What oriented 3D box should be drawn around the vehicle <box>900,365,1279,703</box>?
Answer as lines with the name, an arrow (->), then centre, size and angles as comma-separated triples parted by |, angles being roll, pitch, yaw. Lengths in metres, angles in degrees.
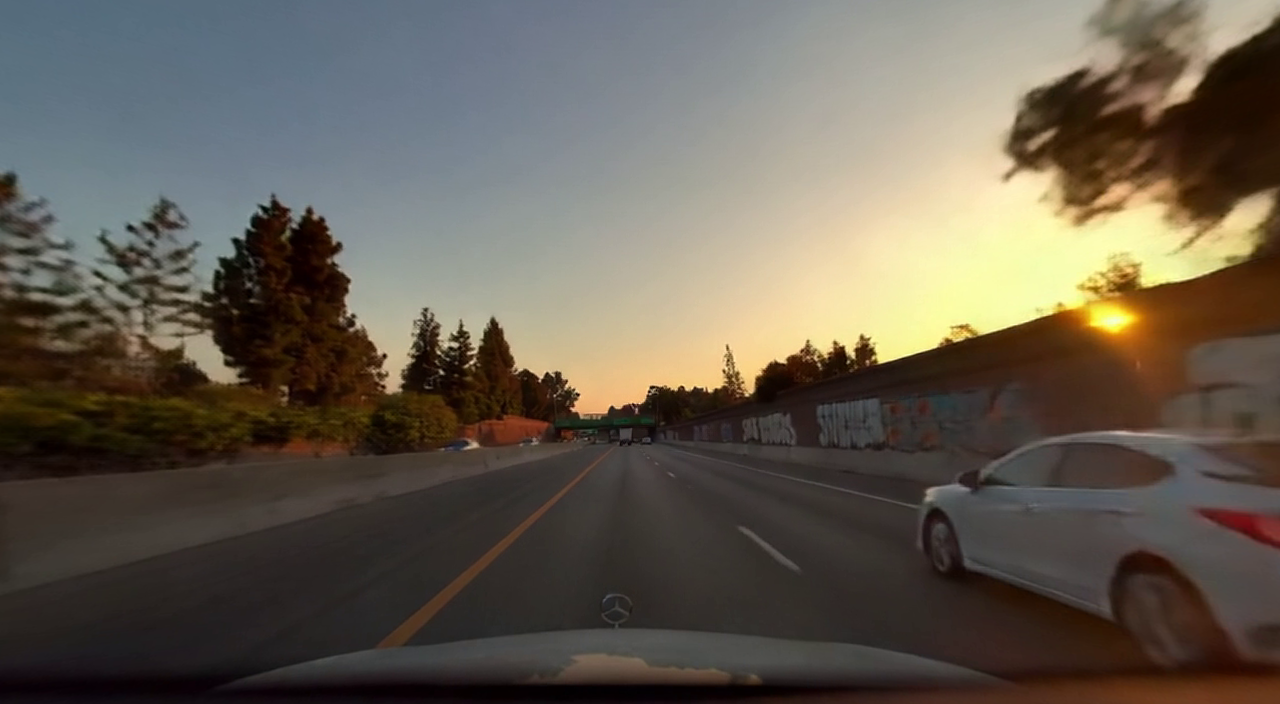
vehicle -> 3.477, 1.060, 4.212 | 1.841, 1.556, 3.618 | 0, -8, -1
